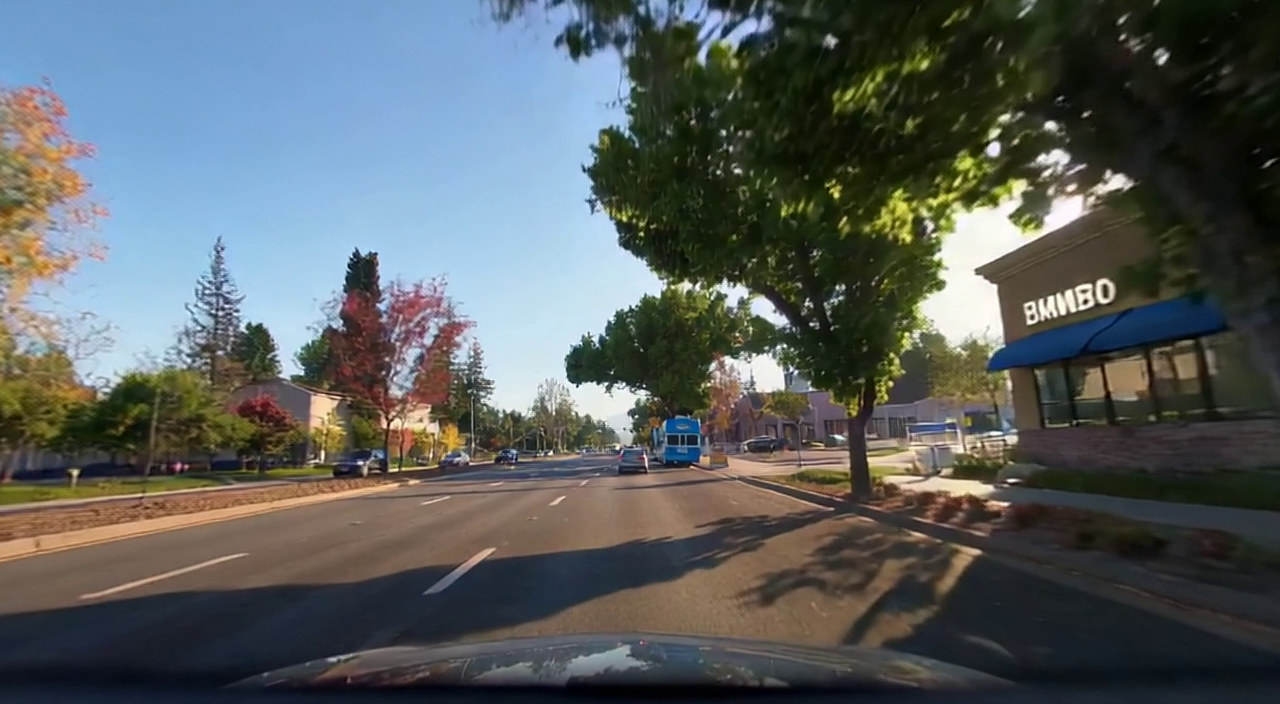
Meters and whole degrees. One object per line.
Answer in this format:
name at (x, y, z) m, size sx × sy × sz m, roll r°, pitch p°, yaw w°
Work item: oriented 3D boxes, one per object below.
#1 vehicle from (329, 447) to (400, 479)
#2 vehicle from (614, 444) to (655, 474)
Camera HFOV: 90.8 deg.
vehicle at (-15.532, 6.272, 35.920) m, size 2.041 × 1.685 × 4.571 m, roll 0°, pitch -9°, yaw -1°
vehicle at (-0.391, 5.858, 34.642) m, size 2.103 × 1.506 × 4.742 m, roll 0°, pitch -9°, yaw -2°
